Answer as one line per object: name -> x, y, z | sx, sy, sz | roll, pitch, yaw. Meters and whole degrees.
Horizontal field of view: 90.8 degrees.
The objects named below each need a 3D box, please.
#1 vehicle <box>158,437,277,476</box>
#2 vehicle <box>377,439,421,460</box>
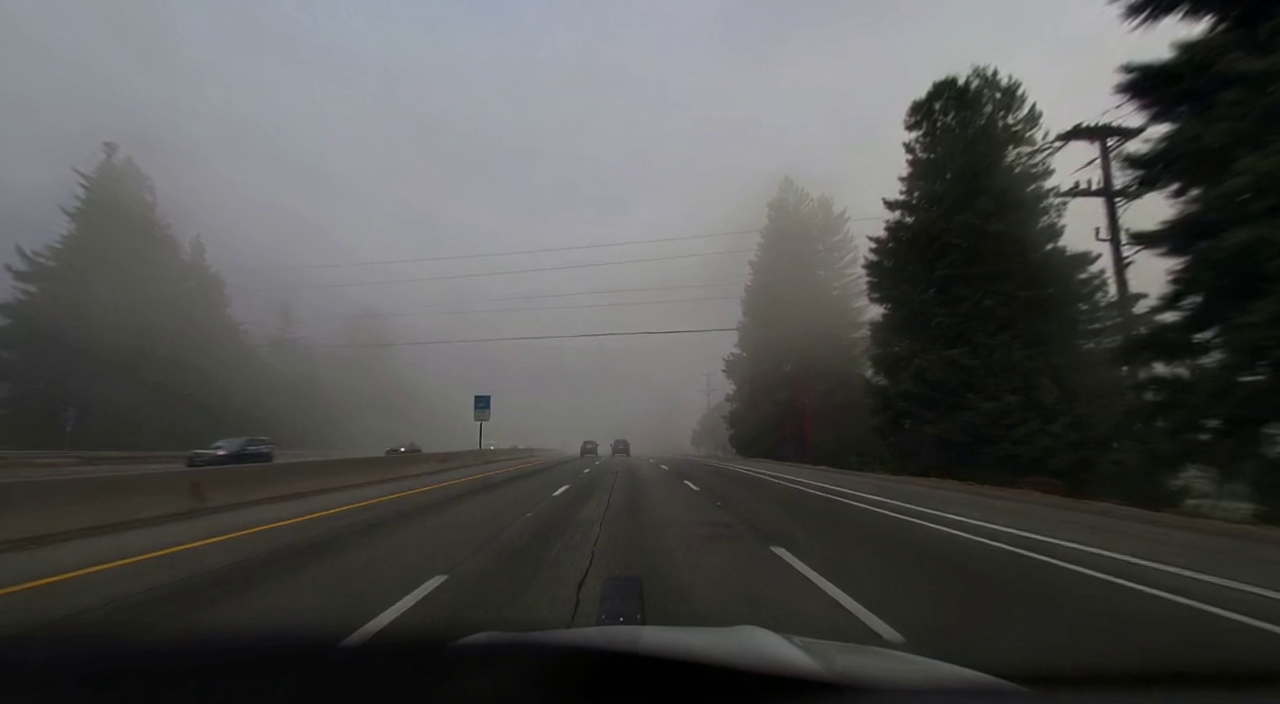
vehicle -> -17.796, 4.420, 26.925 | 1.895, 1.490, 4.684 | 0, -8, -1
vehicle -> -18.878, 7.664, 49.683 | 1.924, 1.616, 4.019 | 0, -8, -2
